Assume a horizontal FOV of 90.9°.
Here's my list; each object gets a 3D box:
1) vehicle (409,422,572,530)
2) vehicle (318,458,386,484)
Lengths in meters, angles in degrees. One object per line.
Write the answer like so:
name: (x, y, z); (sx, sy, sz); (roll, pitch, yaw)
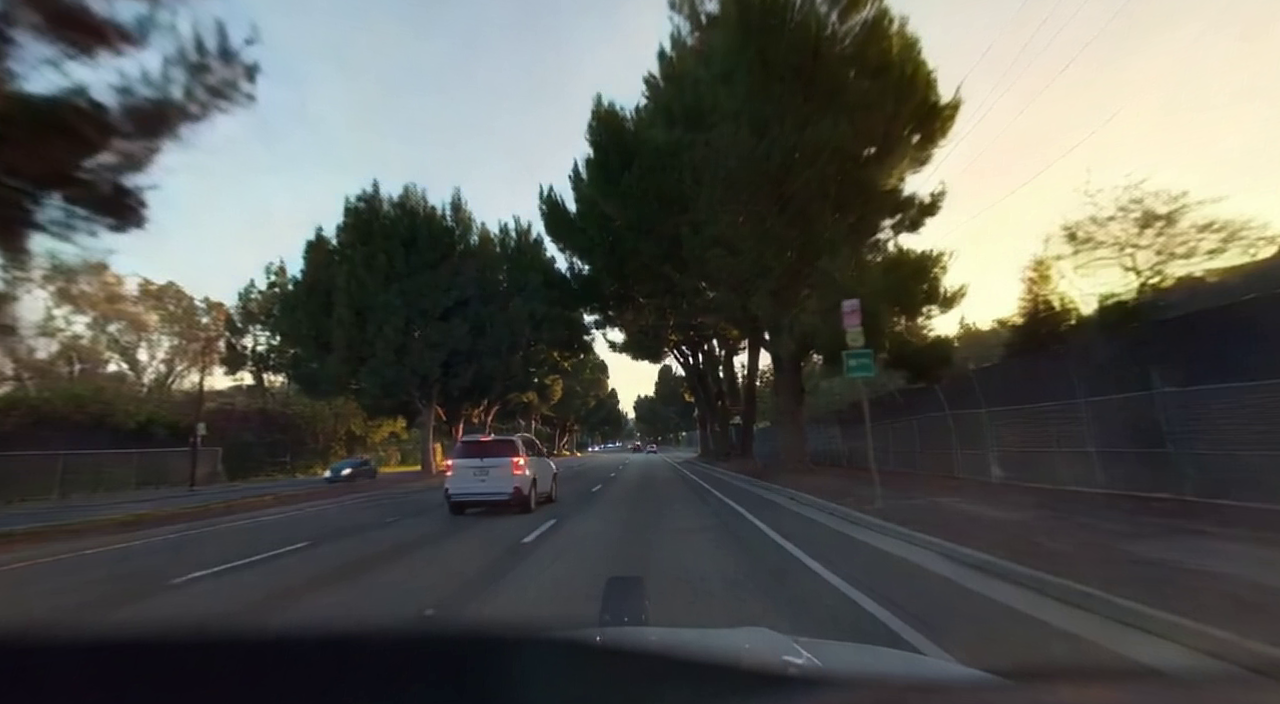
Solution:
vehicle: (-2.865, 2.505, 13.394); (2.160, 1.855, 4.695); (0, -8, 2)
vehicle: (-18.714, 7.702, 41.158); (1.978, 1.541, 4.664); (-1, -9, 4)
